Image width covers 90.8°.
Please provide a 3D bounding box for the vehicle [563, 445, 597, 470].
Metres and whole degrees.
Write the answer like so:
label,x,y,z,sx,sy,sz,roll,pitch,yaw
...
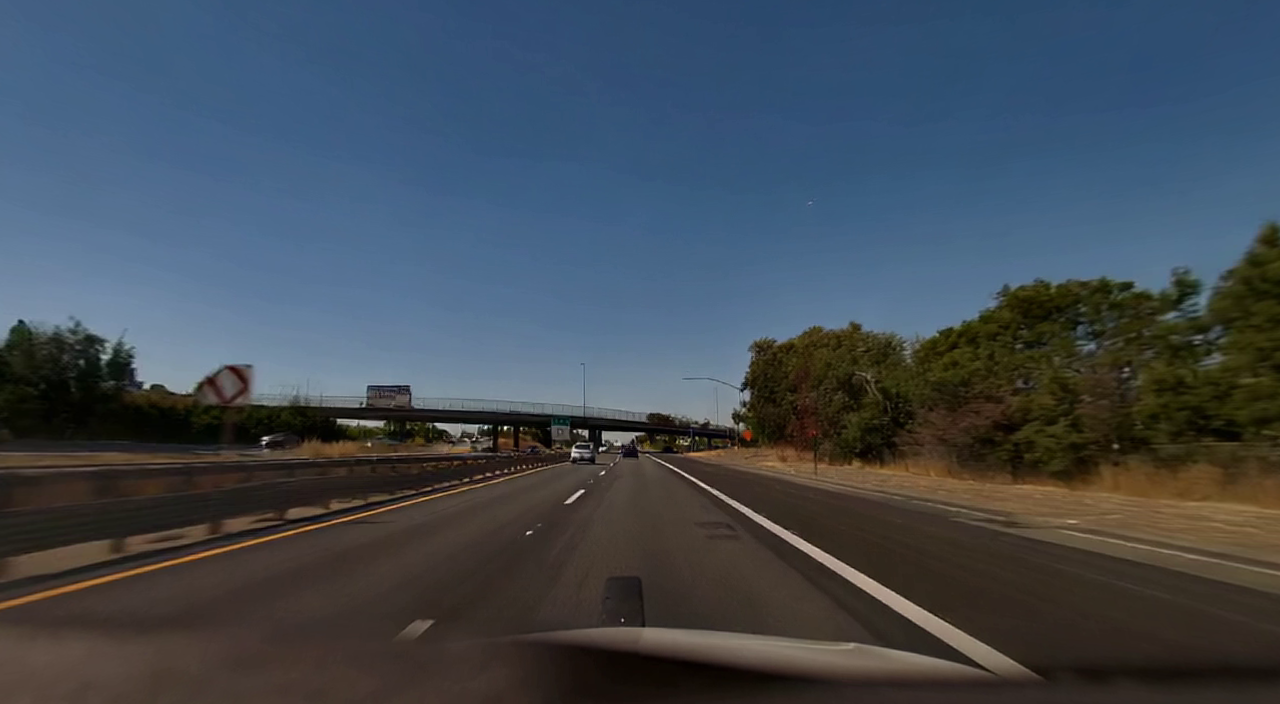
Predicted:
label,x,y,z,sx,sy,sz,roll,pitch,yaw
vehicle,-3.813,6.752,40.499,1.835,1.531,3.811,0,-9,-1
